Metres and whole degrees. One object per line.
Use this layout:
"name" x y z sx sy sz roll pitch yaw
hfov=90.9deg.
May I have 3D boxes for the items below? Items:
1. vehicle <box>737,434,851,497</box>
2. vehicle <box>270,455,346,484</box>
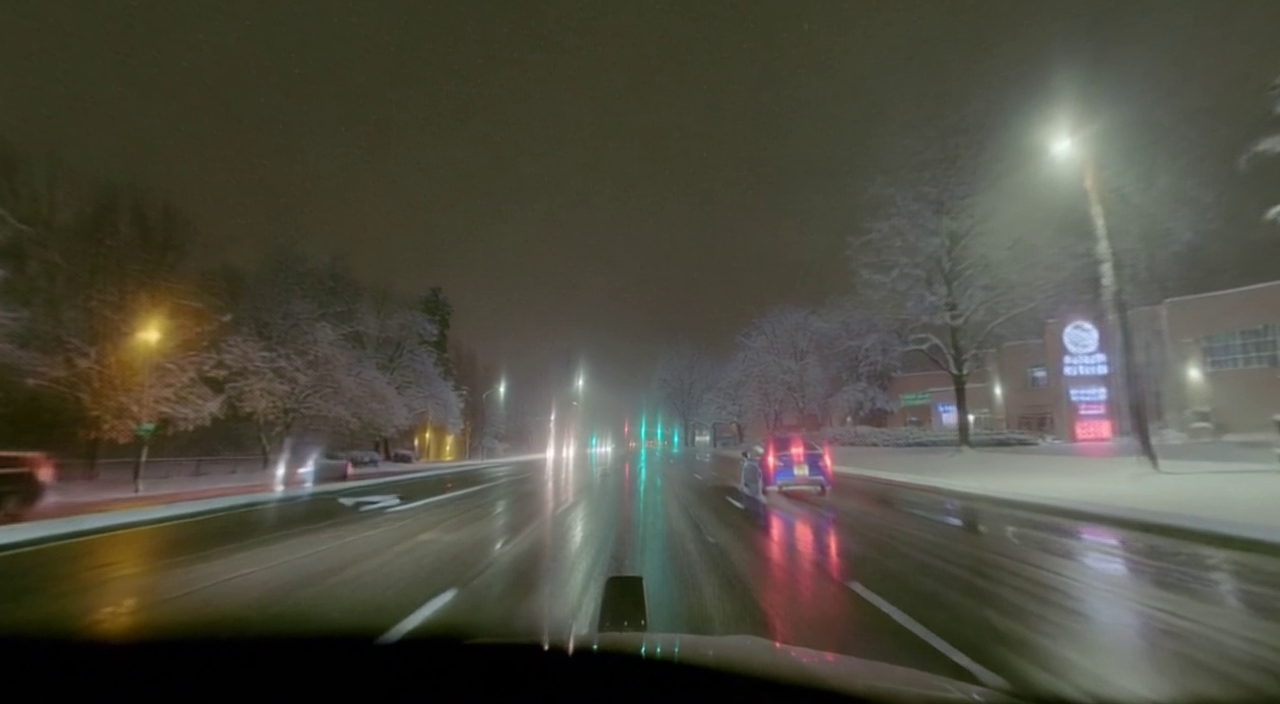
"vehicle" 4.028 3.046 17.308 1.977 1.474 4.399 0 -8 0
"vehicle" -19.061 6.720 36.417 1.922 1.462 4.547 0 -8 0
